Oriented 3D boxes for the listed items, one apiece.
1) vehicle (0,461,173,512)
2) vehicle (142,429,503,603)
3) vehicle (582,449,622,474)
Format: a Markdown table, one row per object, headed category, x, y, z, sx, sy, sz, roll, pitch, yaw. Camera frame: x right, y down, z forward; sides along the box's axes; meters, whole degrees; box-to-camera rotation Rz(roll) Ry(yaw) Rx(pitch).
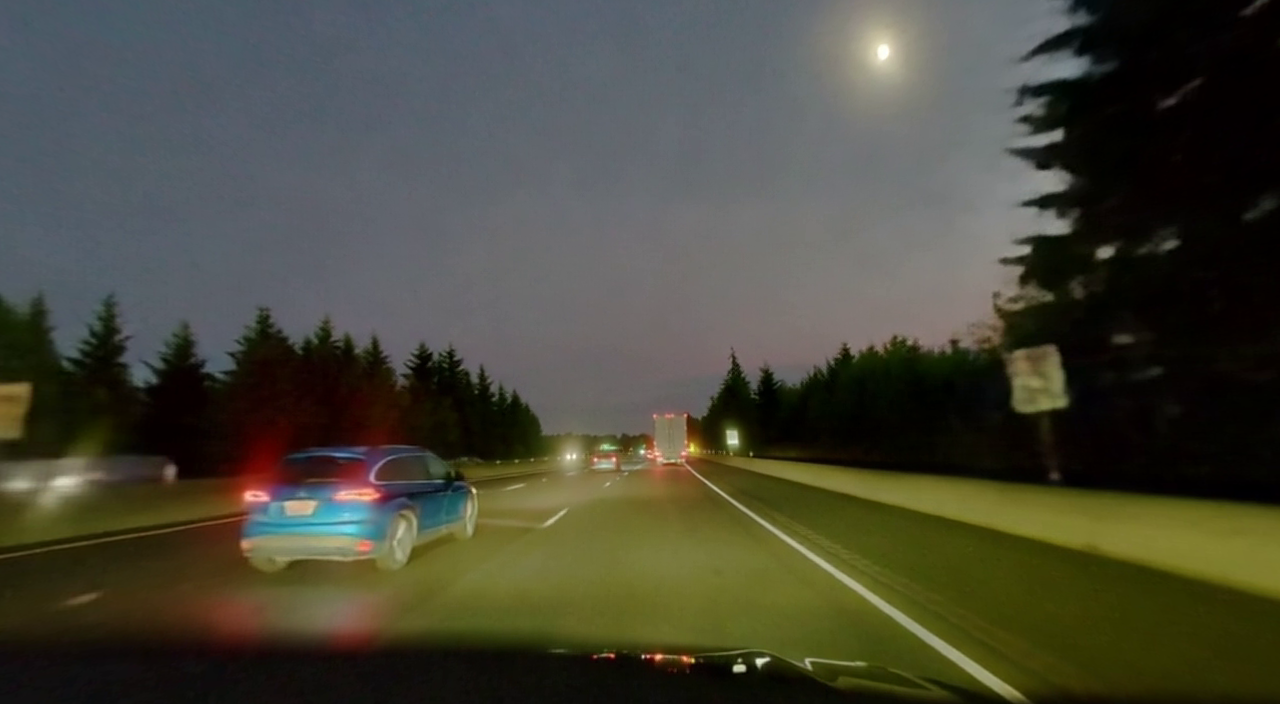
| category | x | y | z | sx | sy | sz | roll | pitch | yaw |
| --- | --- | --- | --- | --- | --- | --- | --- | --- | --- |
| vehicle | -18.544 | 4.482 | 21.422 | 1.767 | 1.469 | 4.515 | 0 | -9 | 2 |
| vehicle | -3.359 | 1.835 | 8.005 | 2.039 | 1.532 | 4.610 | -1 | -9 | 2 |
| vehicle | -2.296 | 6.795 | 39.177 | 2.045 | 1.430 | 3.951 | -1 | -9 | 3 |
